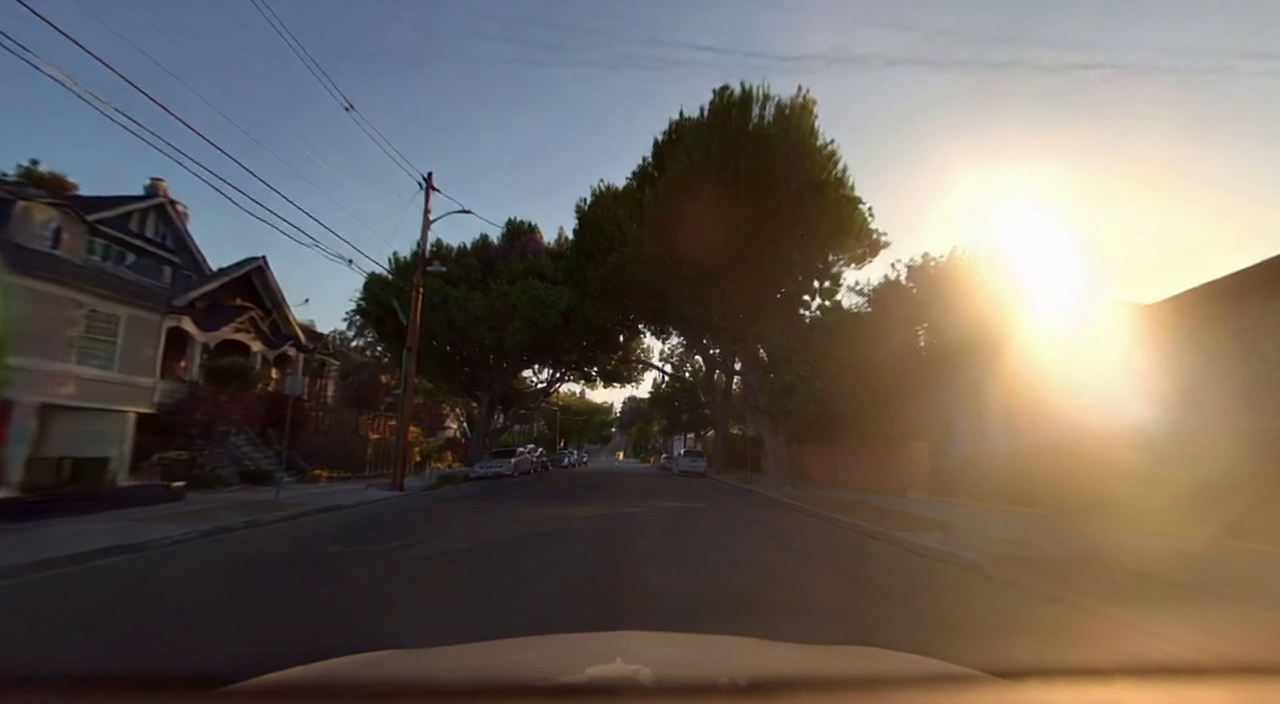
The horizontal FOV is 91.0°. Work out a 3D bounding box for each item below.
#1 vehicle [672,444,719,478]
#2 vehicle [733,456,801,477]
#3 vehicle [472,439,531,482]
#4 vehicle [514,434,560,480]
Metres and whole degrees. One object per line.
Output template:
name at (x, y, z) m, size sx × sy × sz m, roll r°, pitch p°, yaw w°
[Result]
vehicle at (3.087, 6.194, 36.175) m, size 2.159 × 1.760 × 5.345 m, roll 1°, pitch -9°, yaw -1°
vehicle at (9.778, 8.900, 48.814) m, size 4.850 × 1.506 × 1.971 m, roll 1°, pitch -9°, yaw 0°
vehicle at (-7.182, 5.759, 33.103) m, size 1.947 × 1.480 × 4.330 m, roll -2°, pitch -20°, yaw 1°
vehicle at (-7.195, 7.488, 44.325) m, size 2.153 × 1.982 × 6.150 m, roll -4°, pitch -20°, yaw -1°
